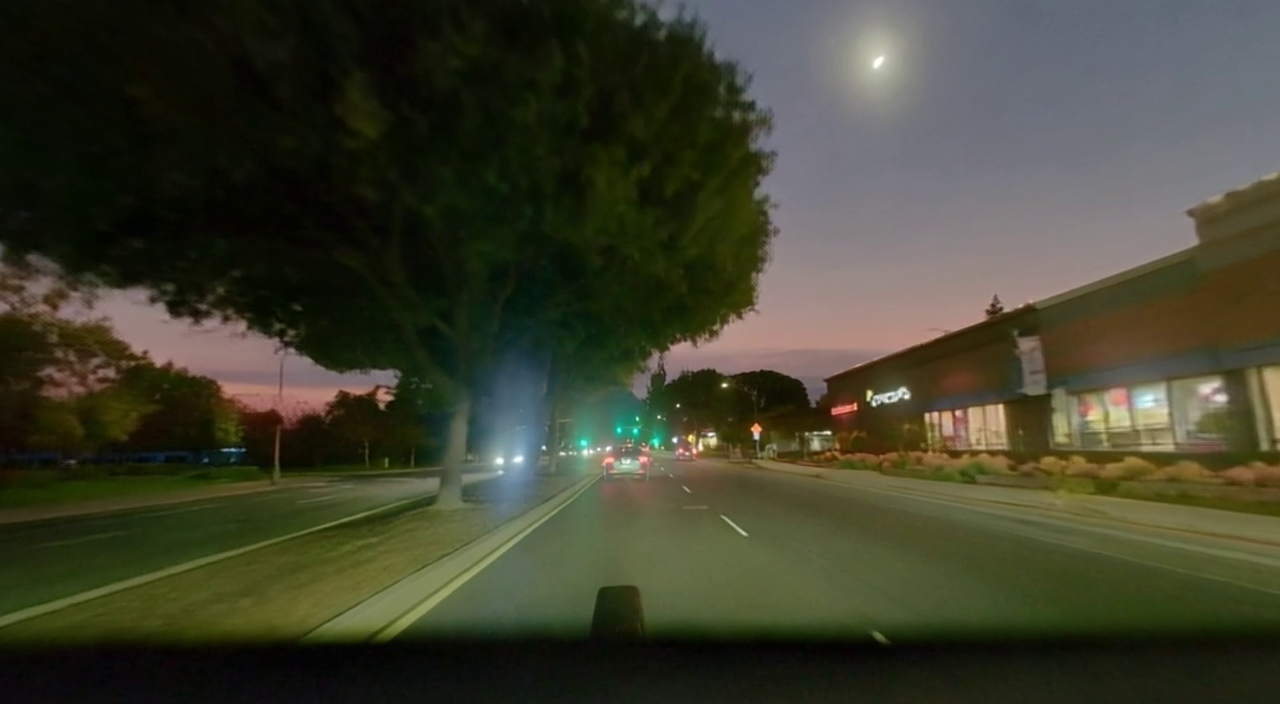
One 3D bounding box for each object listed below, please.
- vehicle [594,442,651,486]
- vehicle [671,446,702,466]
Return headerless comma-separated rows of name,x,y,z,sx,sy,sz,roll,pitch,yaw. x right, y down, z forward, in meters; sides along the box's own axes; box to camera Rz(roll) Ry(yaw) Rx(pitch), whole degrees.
vehicle,-0.640,4.211,23.964,2.006,1.487,3.535,0,-9,-1
vehicle,3.471,7.861,47.843,1.910,1.474,4.003,0,-9,-2
